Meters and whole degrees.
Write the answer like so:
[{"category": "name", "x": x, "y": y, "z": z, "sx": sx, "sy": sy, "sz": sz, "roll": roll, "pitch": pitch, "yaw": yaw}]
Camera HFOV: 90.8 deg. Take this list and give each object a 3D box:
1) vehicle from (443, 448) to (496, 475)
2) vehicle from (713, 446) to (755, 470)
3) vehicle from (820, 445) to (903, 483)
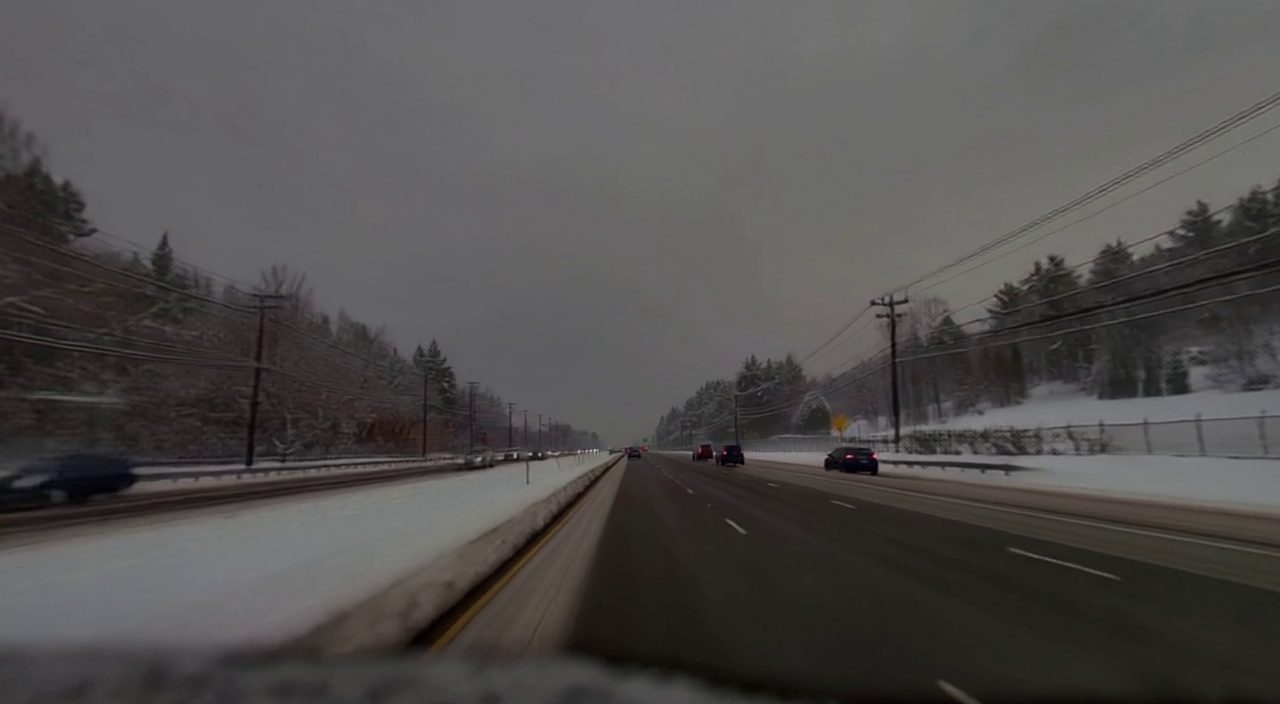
[{"category": "vehicle", "x": -10.061, "y": 6.474, "z": 37.606, "sx": 1.896, "sy": 1.499, "sz": 4.497, "roll": 0, "pitch": -8, "yaw": 0}, {"category": "vehicle", "x": 6.269, "y": 7.108, "z": 42.694, "sx": 2.069, "sy": 1.520, "sz": 4.614, "roll": 1, "pitch": -8, "yaw": -1}, {"category": "vehicle", "x": 9.617, "y": 4.873, "z": 27.884, "sx": 1.969, "sy": 1.506, "sz": 4.422, "roll": 1, "pitch": -8, "yaw": -1}]
